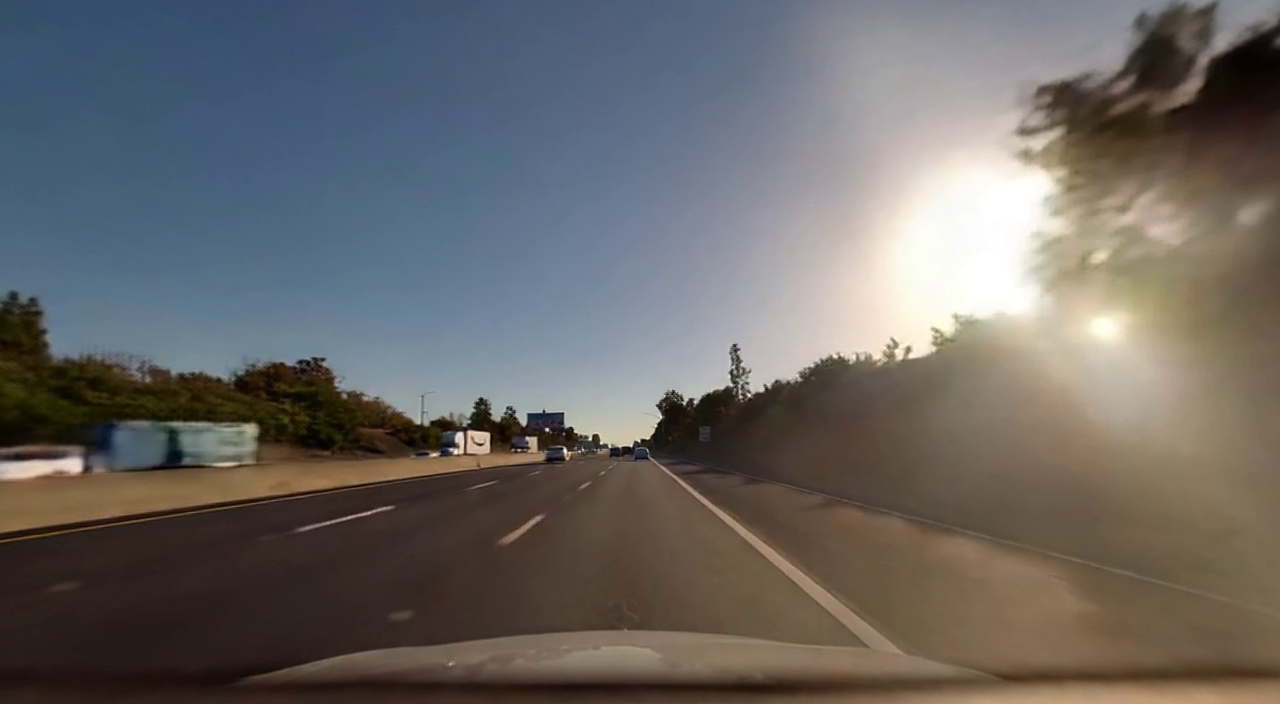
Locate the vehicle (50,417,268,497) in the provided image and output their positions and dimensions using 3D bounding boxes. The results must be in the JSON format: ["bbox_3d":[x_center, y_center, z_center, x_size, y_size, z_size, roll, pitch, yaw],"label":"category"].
[{"bbox_3d":[-19.420,4.336,26.425,2.726,2.788,8.084,0,-9,0],"label":"vehicle"}]
